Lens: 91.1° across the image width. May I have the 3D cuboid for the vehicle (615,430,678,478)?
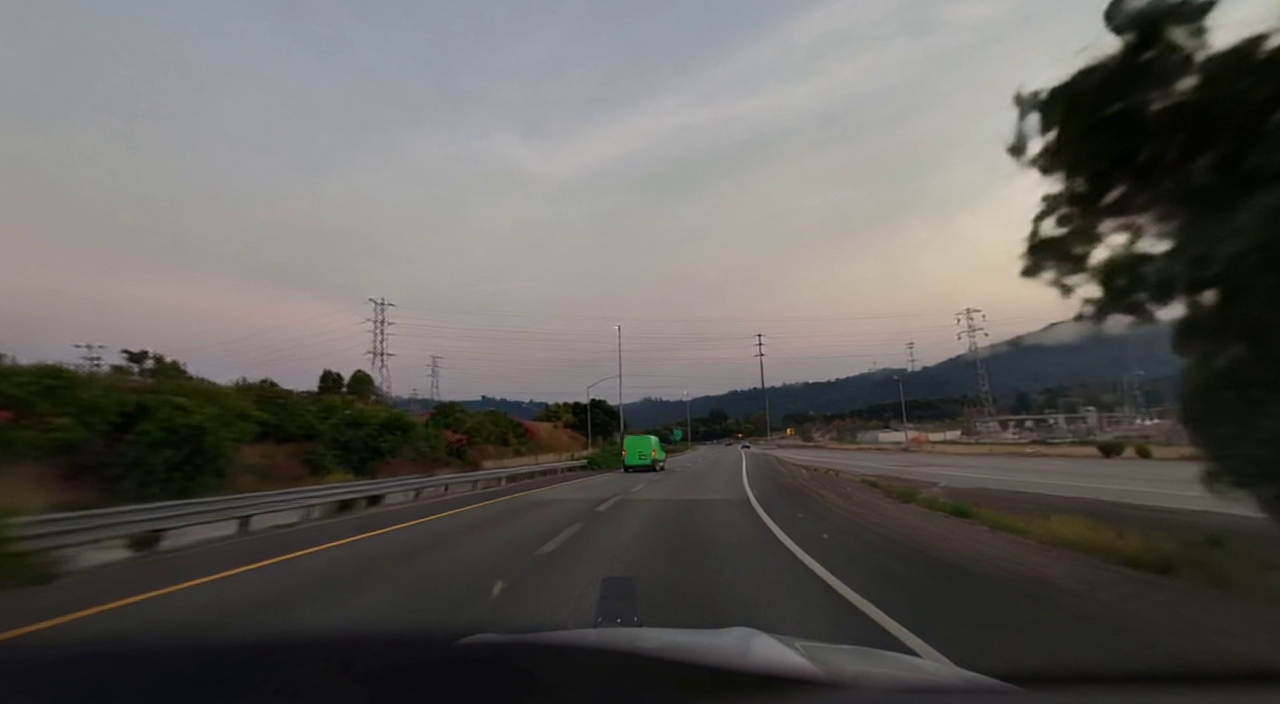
[{"bbox_3d":[0.383,4.705,29.145,2.270,2.023,4.632,-2,-9,9],"label":"vehicle"}]
